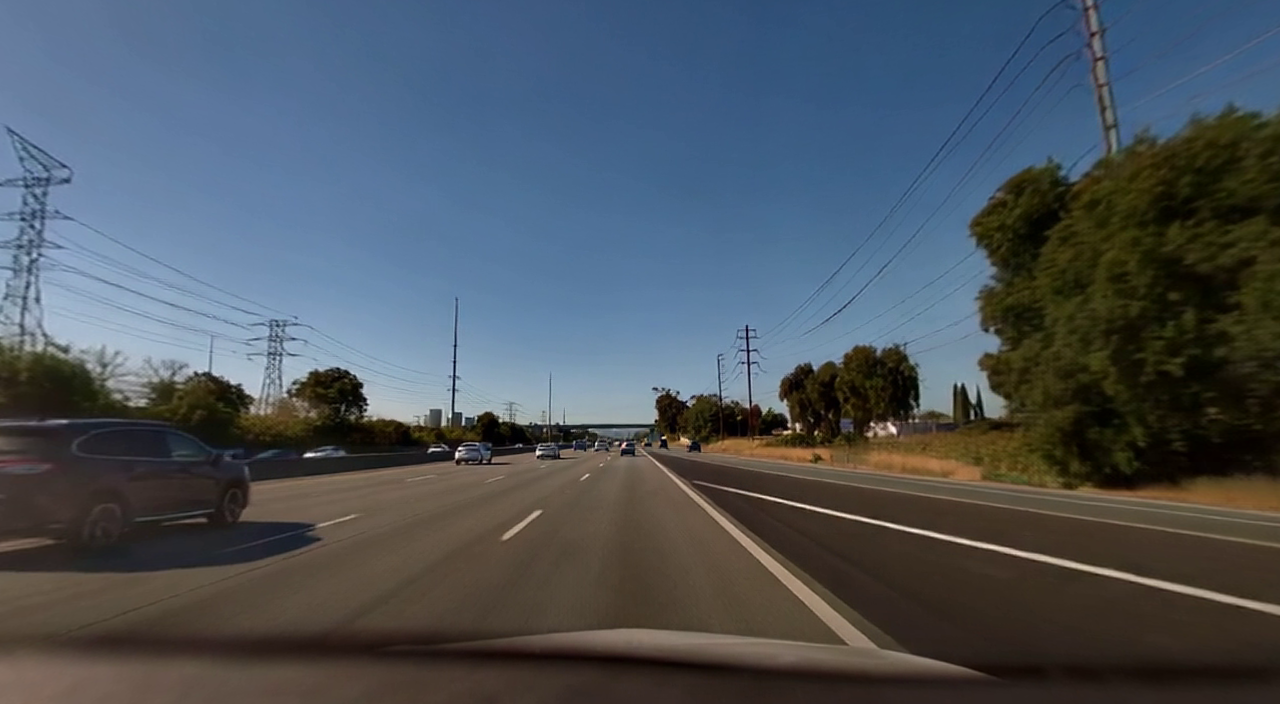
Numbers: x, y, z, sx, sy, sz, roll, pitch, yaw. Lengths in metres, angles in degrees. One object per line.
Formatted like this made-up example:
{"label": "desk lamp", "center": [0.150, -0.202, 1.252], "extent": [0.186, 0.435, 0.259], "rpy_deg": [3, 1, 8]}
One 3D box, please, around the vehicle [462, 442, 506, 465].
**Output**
{"label": "vehicle", "center": [-10.680, 6.954, 43.547], "extent": [1.887, 1.473, 4.352], "rpy_deg": [0, -9, 0]}

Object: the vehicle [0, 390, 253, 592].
{"label": "vehicle", "center": [-6.829, 1.401, 6.660], "extent": [2.115, 1.799, 5.444], "rpy_deg": [0, -9, -1]}

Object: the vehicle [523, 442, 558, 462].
{"label": "vehicle", "center": [-7.526, 7.628, 48.211], "extent": [1.954, 1.432, 4.183], "rpy_deg": [0, -9, 0]}
